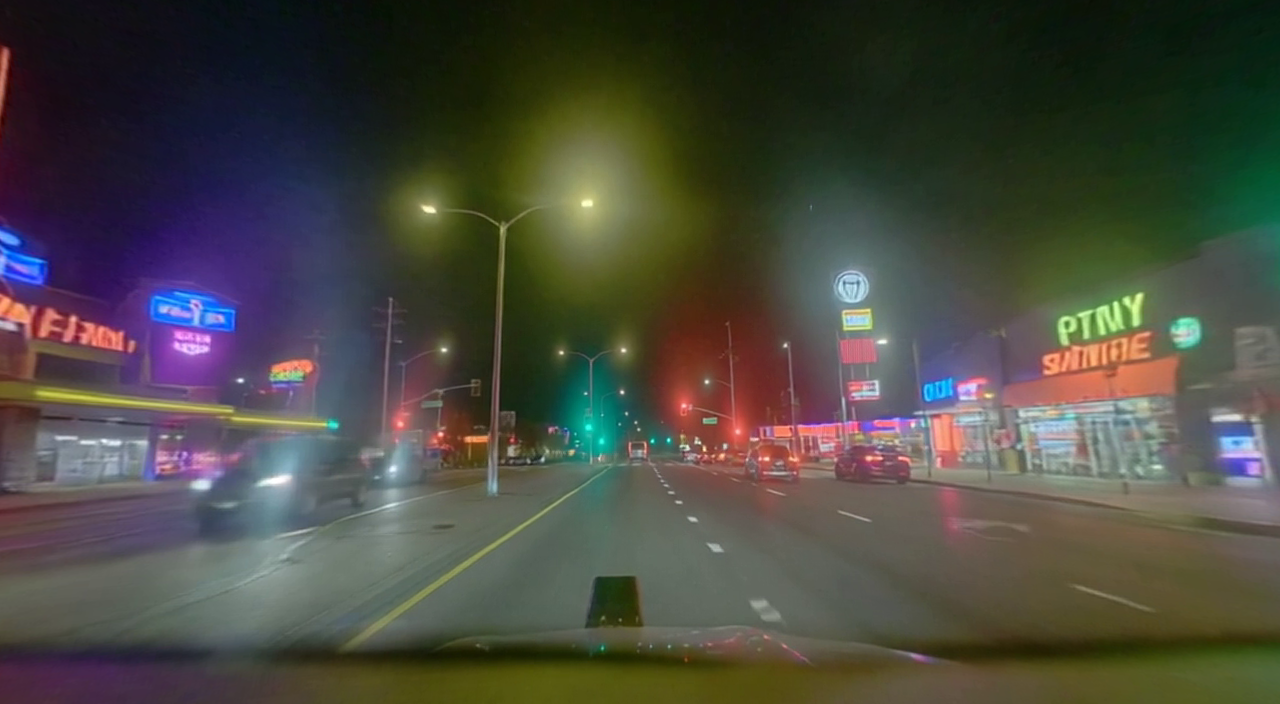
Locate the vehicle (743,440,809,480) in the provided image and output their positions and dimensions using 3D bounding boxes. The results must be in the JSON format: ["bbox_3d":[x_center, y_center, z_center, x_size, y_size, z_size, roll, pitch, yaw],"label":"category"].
[{"bbox_3d":[6.187,4.972,29.336,1.974,1.679,4.611,0,-8,-1],"label":"vehicle"}]

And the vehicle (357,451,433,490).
[{"bbox_3d":[-10.815,5.230,28.192,1.792,1.584,3.937,0,-9,0],"label":"vehicle"}]

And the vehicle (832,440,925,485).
[{"bbox_3d":[9.867,4.593,26.556,2.019,1.694,4.491,0,-8,-2],"label":"vehicle"}]

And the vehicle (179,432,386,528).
[{"bbox_3d":[-7.789,2.798,14.491,1.946,1.794,4.799,0,-8,0],"label":"vehicle"}]
